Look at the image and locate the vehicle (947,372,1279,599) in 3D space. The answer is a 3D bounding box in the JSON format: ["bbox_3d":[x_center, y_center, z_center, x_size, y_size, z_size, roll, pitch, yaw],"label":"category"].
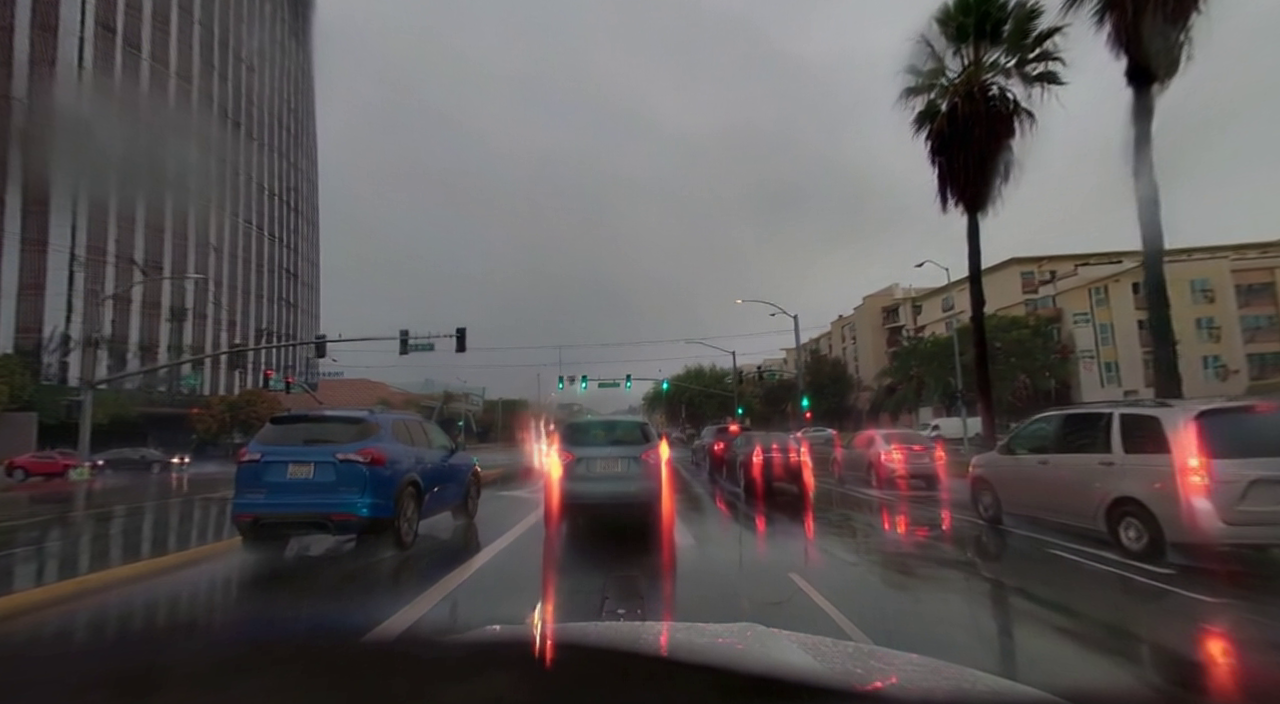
[{"bbox_3d":[6.459,1.555,8.276,2.130,1.979,5.310,0,-8,0],"label":"vehicle"}]

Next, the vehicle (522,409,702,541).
[{"bbox_3d":[-0.409,1.893,10.292,2.302,1.681,4.217,0,-8,-2],"label":"vehicle"}]

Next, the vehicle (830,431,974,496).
[{"bbox_3d":[6.561,2.835,16.413,1.764,1.451,4.300,0,-8,-2],"label":"vehicle"}]

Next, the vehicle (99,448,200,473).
[{"bbox_3d":[-35.667,7.892,46.079,5.422,1.765,1.937,1,-8,-8],"label":"vehicle"}]

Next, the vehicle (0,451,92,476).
[{"bbox_3d":[-42.452,7.908,44.884,4.867,1.689,1.971,1,-8,-8],"label":"vehicle"}]

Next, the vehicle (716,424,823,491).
[{"bbox_3d":[3.349,2.835,17.200,1.975,1.598,4.025,0,-8,-1],"label":"vehicle"}]

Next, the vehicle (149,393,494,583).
[{"bbox_3d":[-3.524,1.607,8.244,2.136,1.779,4.417,0,-8,1],"label":"vehicle"}]
